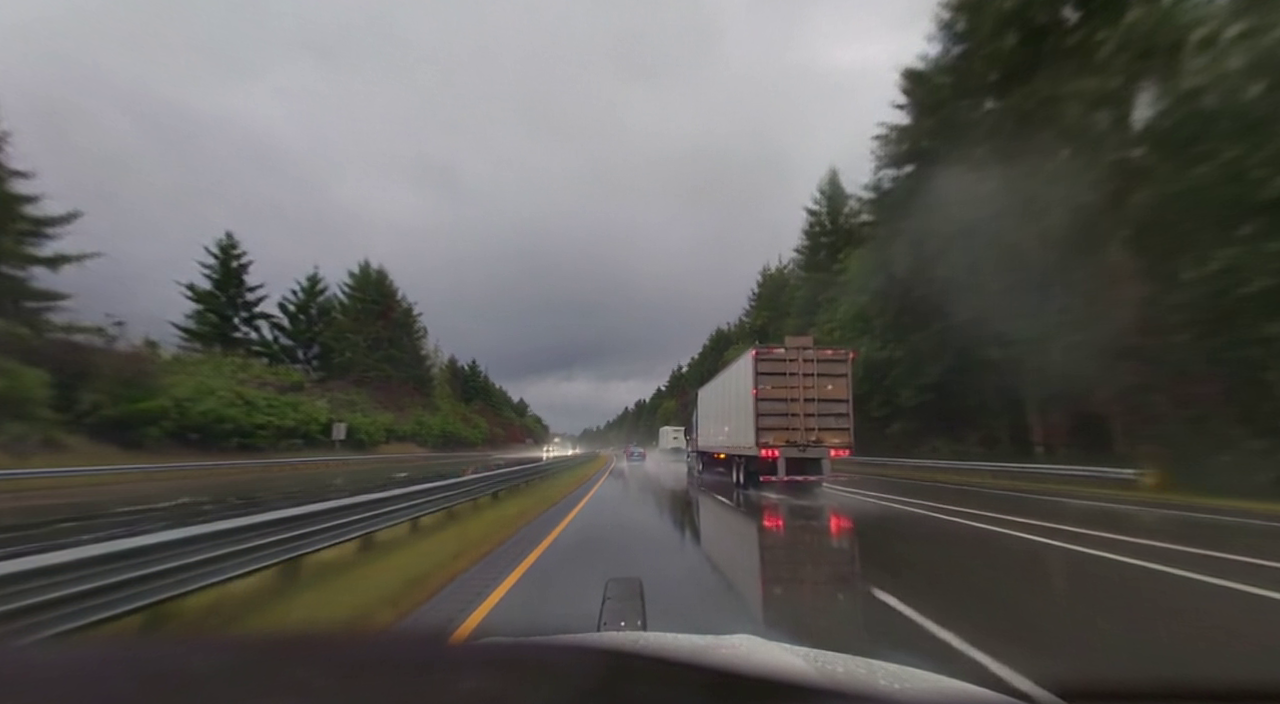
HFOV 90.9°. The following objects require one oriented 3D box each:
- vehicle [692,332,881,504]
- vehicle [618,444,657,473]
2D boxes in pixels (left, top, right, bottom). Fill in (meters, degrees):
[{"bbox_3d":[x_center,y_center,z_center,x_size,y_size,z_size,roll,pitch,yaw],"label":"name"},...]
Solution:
[{"bbox_3d":[4.030,2.644,22.123,2.883,4.057,14.579,0,-9,-1],"label":"vehicle"},{"bbox_3d":[-0.150,5.984,35.538,2.051,1.513,4.511,0,-9,-1],"label":"vehicle"}]
